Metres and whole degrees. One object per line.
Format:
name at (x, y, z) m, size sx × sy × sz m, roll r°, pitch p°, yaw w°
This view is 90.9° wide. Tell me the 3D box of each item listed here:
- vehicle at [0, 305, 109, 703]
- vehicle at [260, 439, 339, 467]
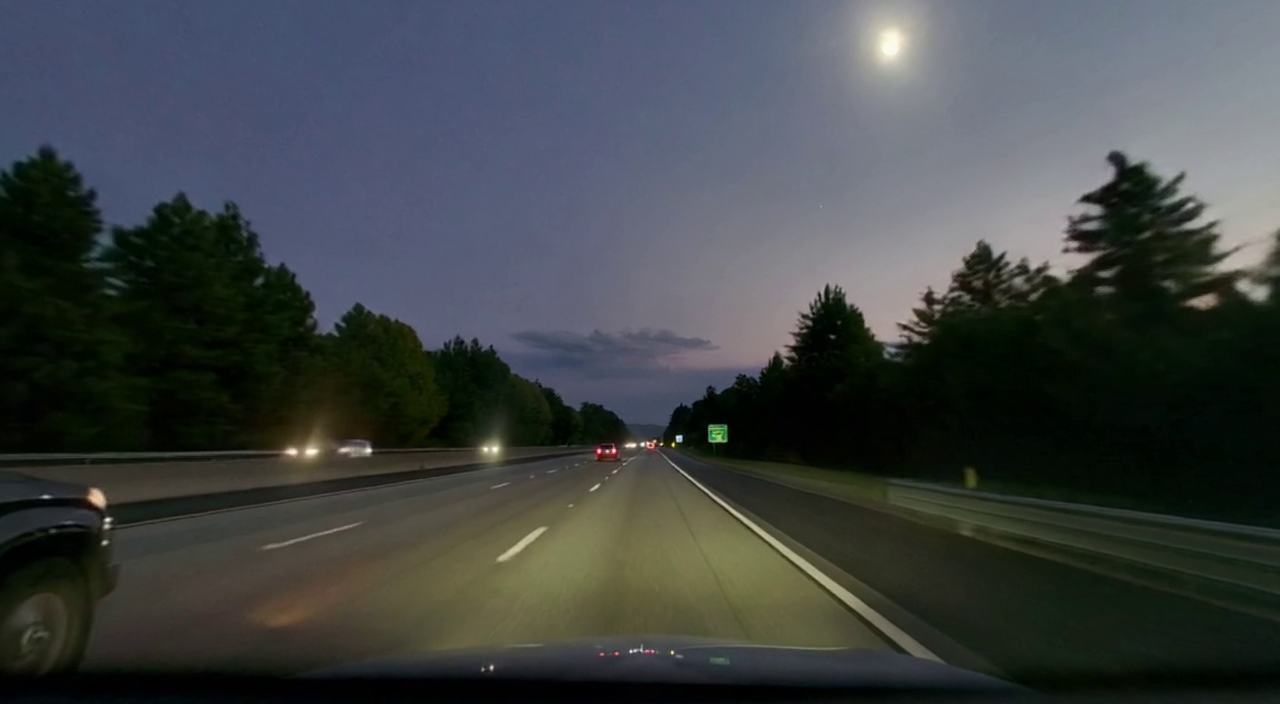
vehicle at (-4.131, 0.422, 0.345) m, size 2.316 × 1.970 × 5.966 m, roll 0°, pitch -8°, yaw 2°
vehicle at (-21.010, 6.222, 39.184) m, size 1.972 × 1.625 × 4.971 m, roll 0°, pitch -8°, yaw 2°
